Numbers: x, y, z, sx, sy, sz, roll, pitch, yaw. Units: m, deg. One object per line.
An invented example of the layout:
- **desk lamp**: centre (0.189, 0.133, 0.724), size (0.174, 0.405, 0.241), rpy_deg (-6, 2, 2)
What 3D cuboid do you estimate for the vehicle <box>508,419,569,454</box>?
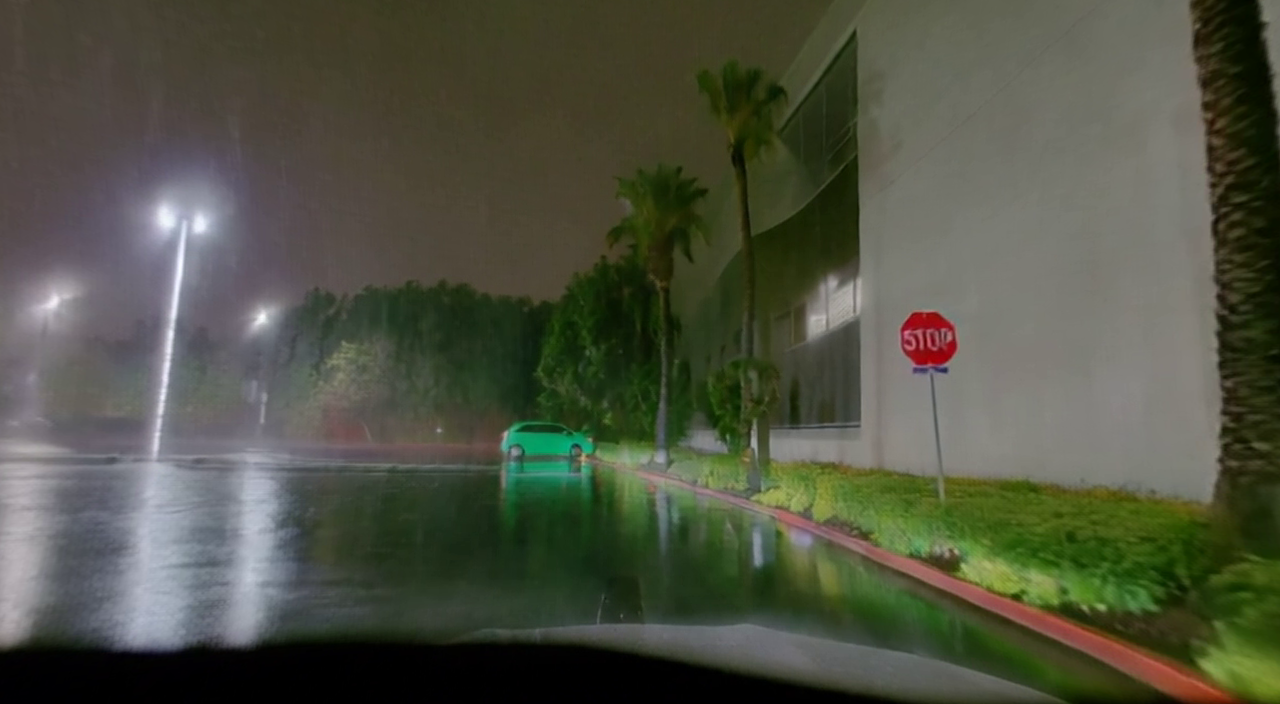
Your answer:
- **vehicle**: centre (-5.392, 4.481, 33.155), size (2.071, 1.700, 4.367), rpy_deg (3, -9, -23)
